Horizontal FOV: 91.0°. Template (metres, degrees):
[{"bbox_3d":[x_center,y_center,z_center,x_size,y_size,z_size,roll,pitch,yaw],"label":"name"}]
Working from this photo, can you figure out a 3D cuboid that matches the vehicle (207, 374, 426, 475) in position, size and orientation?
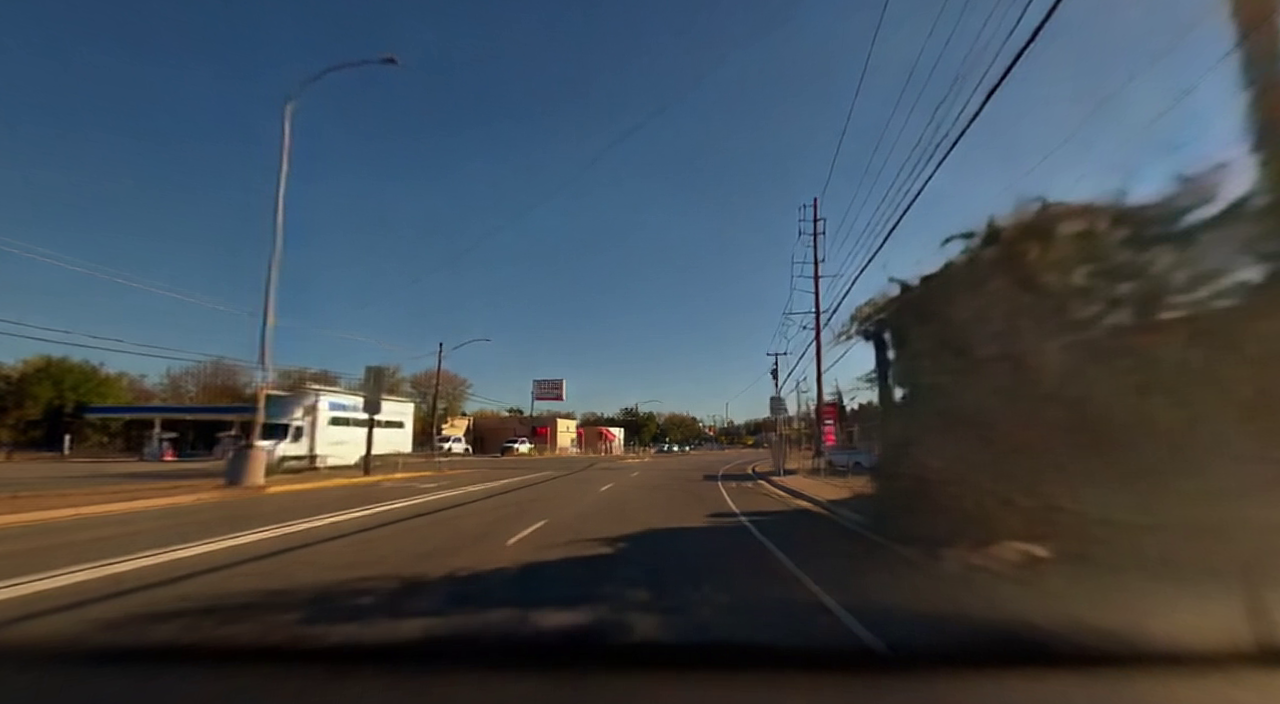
[{"bbox_3d":[-14.657,3.685,30.315,2.994,3.930,11.114,-1,-9,10],"label":"vehicle"}]
